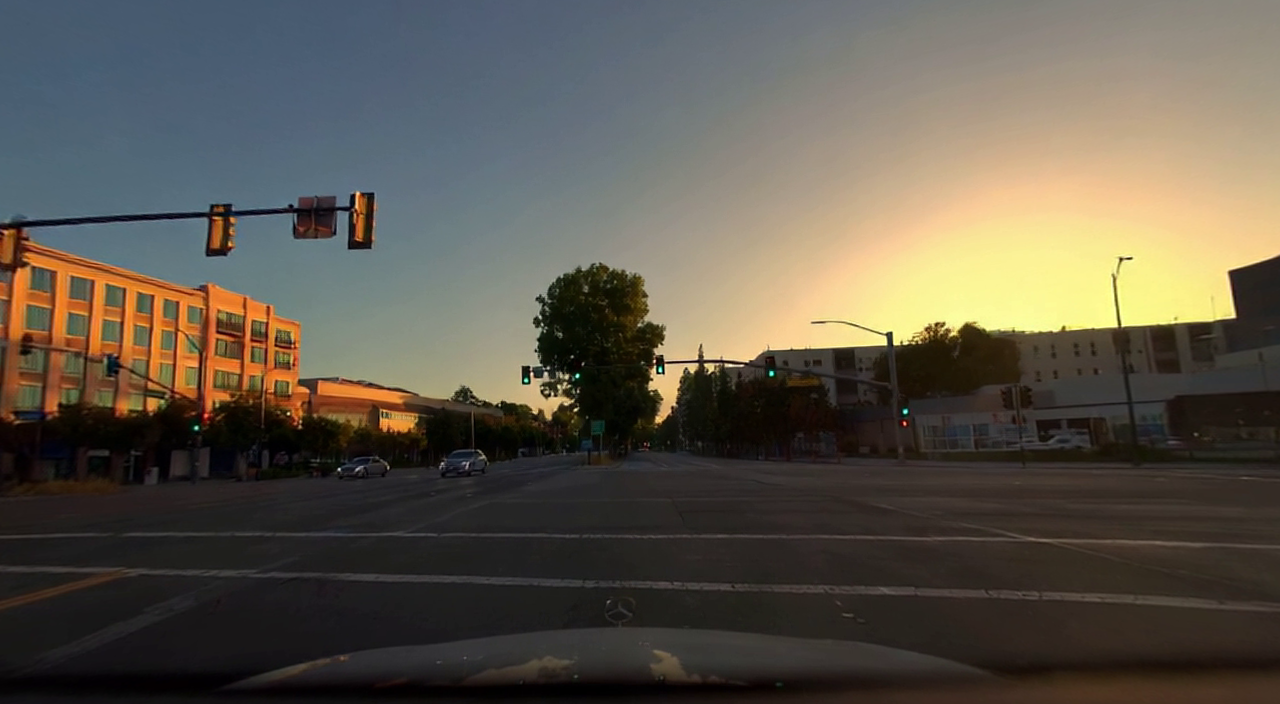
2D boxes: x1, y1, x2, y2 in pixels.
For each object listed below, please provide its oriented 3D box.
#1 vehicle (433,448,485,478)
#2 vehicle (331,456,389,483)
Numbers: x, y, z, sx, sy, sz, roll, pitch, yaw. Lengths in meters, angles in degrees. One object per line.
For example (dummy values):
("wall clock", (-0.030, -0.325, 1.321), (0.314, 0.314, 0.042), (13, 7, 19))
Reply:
("vehicle", (-12.218, 7.490, 42.964), (2.151, 1.847, 4.634), (0, -9, 1))
("vehicle", (-18.857, 7.887, 42.780), (1.933, 1.664, 4.255), (0, -9, 1))
